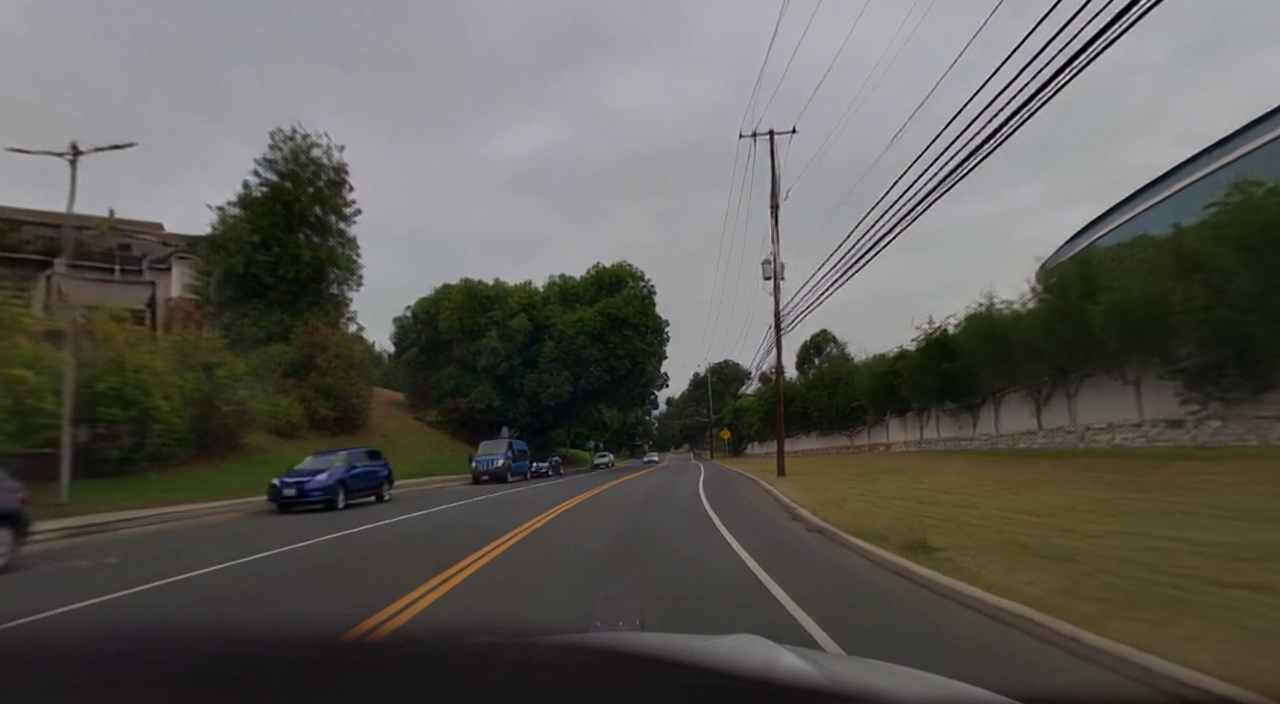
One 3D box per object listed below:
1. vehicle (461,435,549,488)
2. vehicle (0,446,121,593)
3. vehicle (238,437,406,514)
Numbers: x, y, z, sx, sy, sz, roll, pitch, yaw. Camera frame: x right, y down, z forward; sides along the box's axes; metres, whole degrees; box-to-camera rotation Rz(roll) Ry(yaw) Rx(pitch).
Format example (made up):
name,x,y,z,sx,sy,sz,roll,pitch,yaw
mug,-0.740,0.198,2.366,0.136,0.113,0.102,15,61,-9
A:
name,x,y,z,sx,sy,sz,roll,pitch,yaw
vehicle,-6.003,4.951,28.809,2.295,1.989,5.055,-6,-10,6
vehicle,-7.657,1.560,5.855,1.840,1.523,4.333,2,-11,2
vehicle,-7.419,3.006,15.290,1.927,1.542,3.886,-2,-12,2
